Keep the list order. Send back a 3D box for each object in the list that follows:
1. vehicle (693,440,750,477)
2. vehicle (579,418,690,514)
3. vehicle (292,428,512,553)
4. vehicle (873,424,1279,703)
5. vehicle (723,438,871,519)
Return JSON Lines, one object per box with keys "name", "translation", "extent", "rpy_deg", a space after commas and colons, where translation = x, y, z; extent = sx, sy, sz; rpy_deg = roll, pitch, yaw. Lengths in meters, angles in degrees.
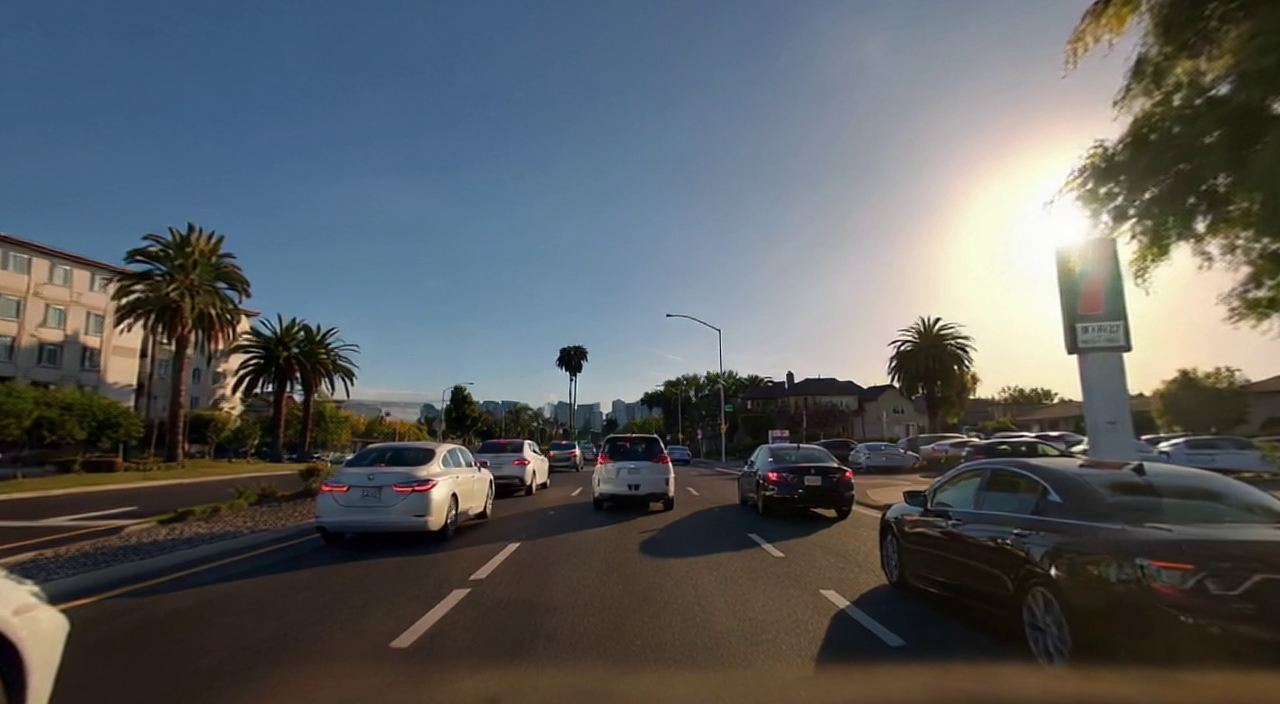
{"name": "vehicle", "translation": [3.399, 4.531, 27.057], "extent": [1.880, 1.476, 3.932], "rpy_deg": [0, -8, -1]}
{"name": "vehicle", "translation": [-0.125, 2.543, 14.534], "extent": [2.164, 1.867, 4.254], "rpy_deg": [0, -8, -1]}
{"name": "vehicle", "translation": [-3.330, 1.998, 9.824], "extent": [1.864, 1.505, 4.202], "rpy_deg": [0, -8, -1]}
{"name": "vehicle", "translation": [3.583, 1.351, 4.821], "extent": [1.867, 1.448, 4.436], "rpy_deg": [0, -8, -1]}
{"name": "vehicle", "translation": [3.260, 2.712, 14.136], "extent": [1.977, 1.480, 4.589], "rpy_deg": [0, -8, -2]}
